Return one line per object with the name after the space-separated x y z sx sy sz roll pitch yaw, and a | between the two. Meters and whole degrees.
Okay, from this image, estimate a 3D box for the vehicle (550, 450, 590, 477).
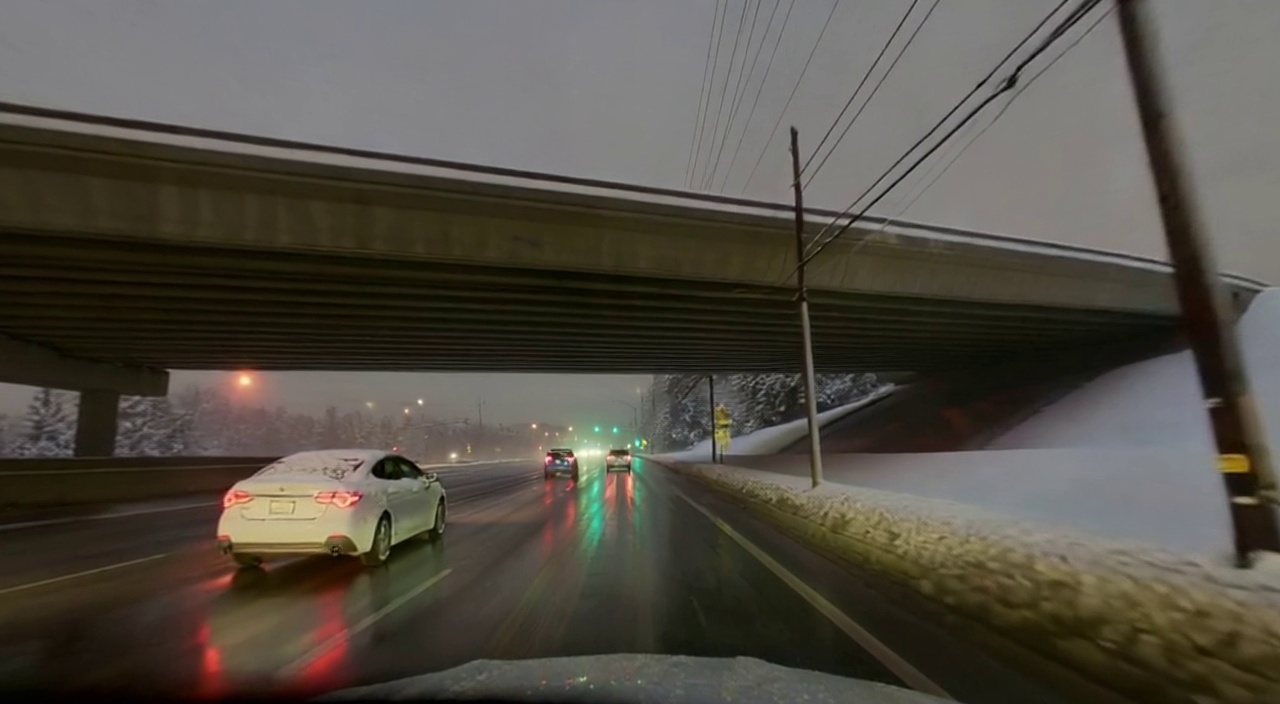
-4.074 6.562 37.279 1.946 1.437 4.154 0 -8 -1 | vehicle

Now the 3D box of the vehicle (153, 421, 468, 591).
-3.859 1.846 8.472 1.925 1.666 4.271 0 -8 -1 | vehicle
